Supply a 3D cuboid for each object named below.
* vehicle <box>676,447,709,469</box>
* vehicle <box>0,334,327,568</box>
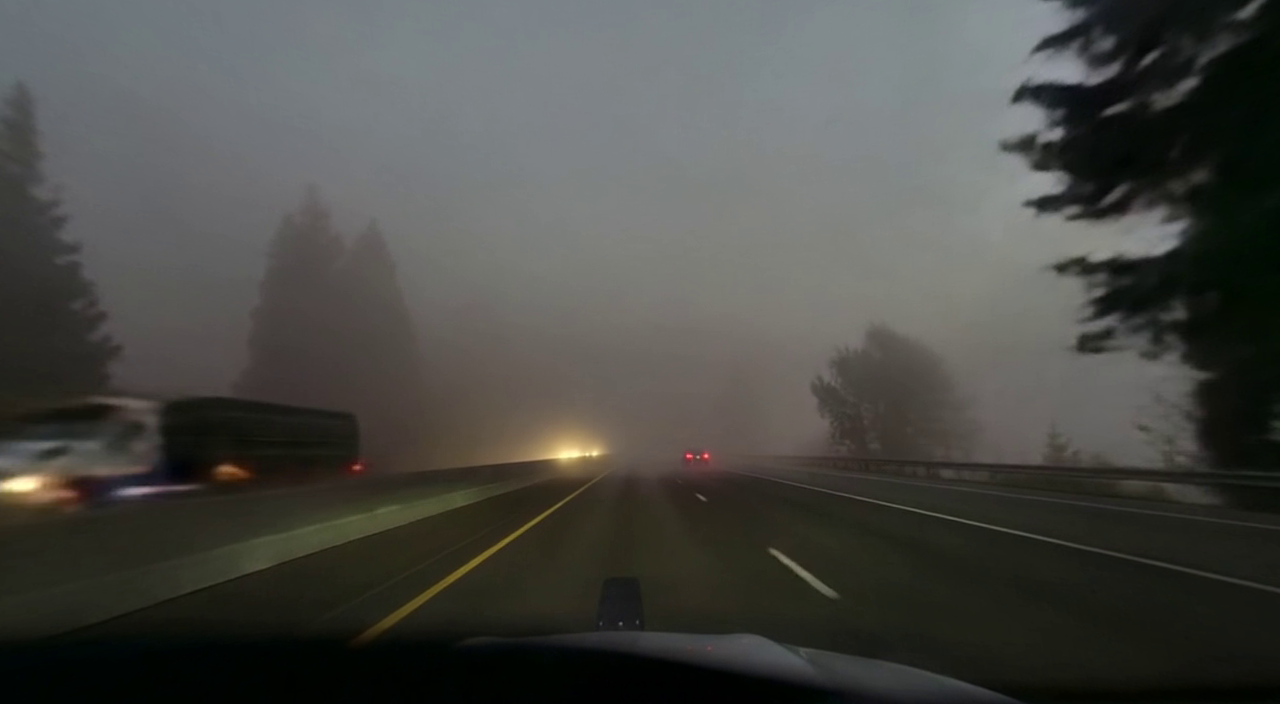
[{"bbox_3d":[3.931,7.962,47.595,2.013,1.584,3.995,0,-9,-1],"label":"vehicle"},{"bbox_3d":[-12.785,2.392,15.179,3.267,4.040,13.923,0,-9,0],"label":"vehicle"}]
